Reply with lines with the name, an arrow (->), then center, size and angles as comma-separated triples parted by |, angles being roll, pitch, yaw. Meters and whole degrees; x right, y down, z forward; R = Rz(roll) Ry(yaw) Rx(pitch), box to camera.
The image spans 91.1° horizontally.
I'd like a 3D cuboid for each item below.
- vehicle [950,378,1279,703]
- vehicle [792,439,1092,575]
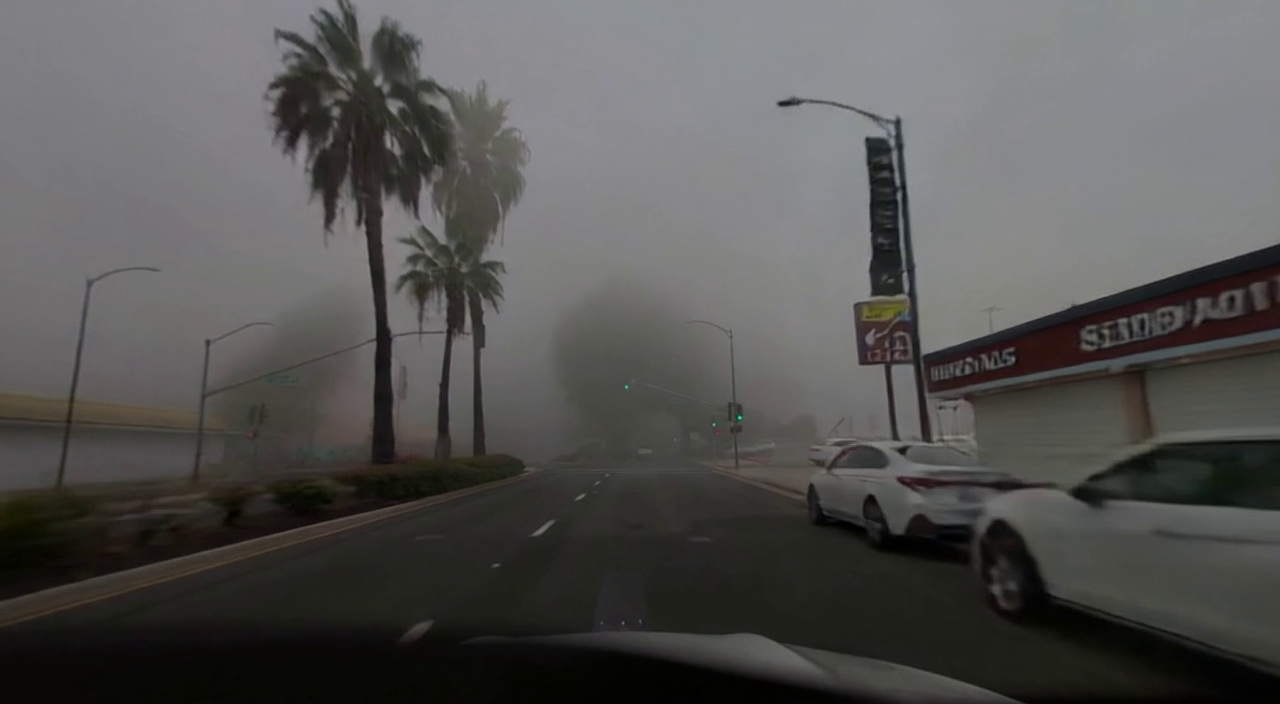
vehicle -> 4.027, 1.056, 3.481 | 2.089, 1.652, 4.668 | 1, -9, -2
vehicle -> 4.031, 2.093, 9.535 | 2.047, 1.491, 4.634 | 1, -7, -3
